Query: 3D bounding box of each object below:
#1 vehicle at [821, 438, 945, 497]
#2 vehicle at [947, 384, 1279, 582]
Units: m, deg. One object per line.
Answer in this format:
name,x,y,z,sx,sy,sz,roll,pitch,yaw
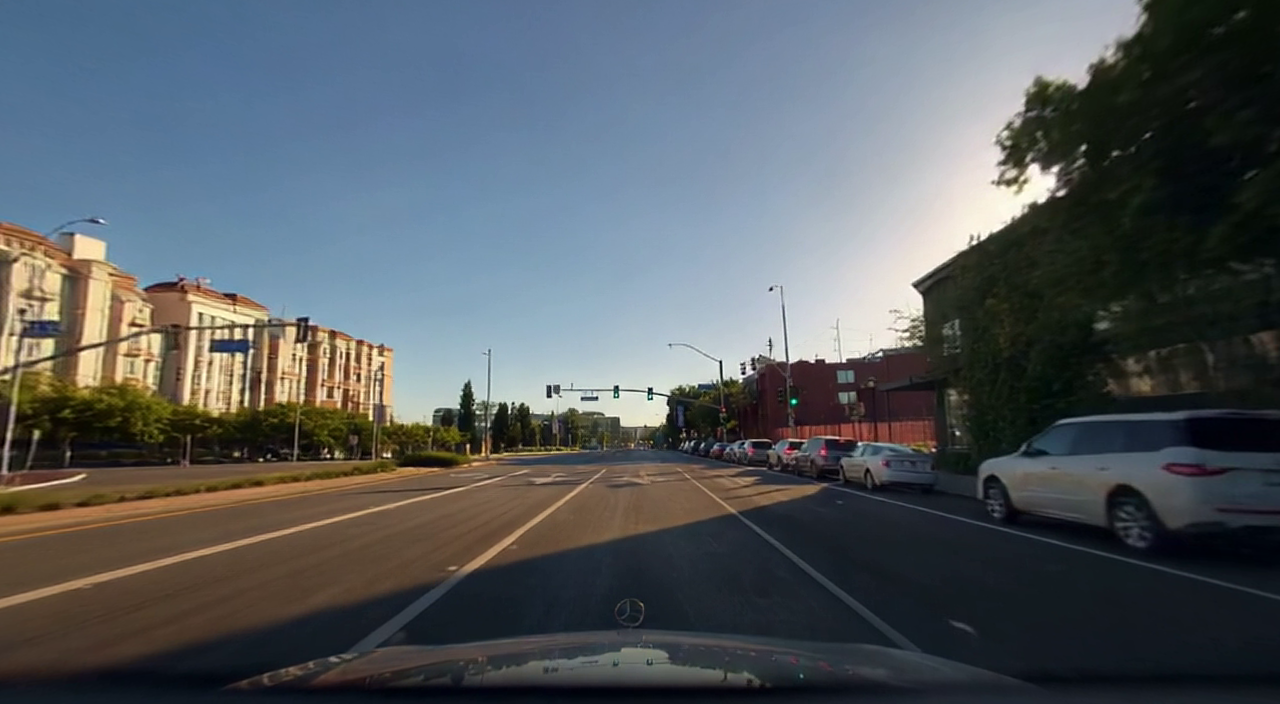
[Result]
vehicle,6.865,3.301,18.308,1.880,1.483,4.510,0,-9,1
vehicle,6.546,1.619,8.520,2.169,1.876,4.931,0,-9,-1
